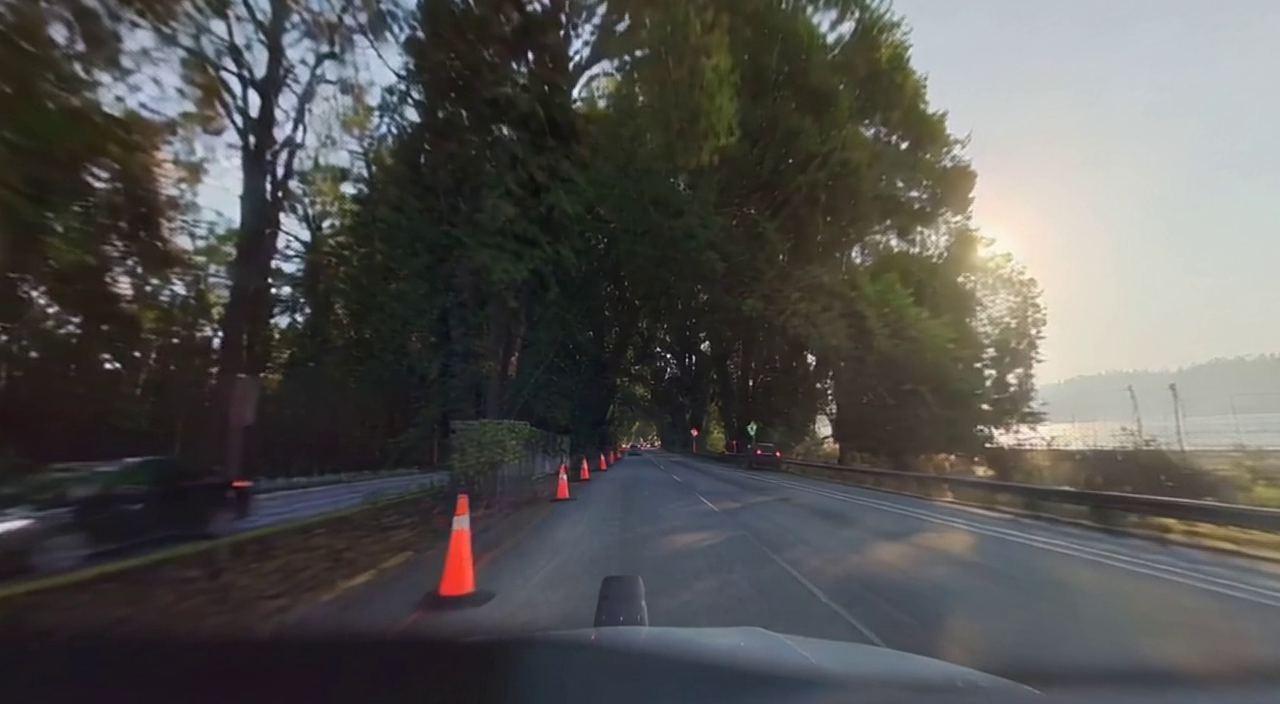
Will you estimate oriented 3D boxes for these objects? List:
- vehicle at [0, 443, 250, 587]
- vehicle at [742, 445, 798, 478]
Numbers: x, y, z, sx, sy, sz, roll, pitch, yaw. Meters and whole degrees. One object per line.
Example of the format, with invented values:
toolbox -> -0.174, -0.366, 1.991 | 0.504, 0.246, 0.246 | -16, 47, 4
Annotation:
vehicle -> -7.526, 1.956, 8.381 | 1.907, 1.455, 4.404 | 0, -8, 0
vehicle -> 6.233, 5.296, 30.843 | 1.904, 1.470, 4.583 | -1, -8, 2
